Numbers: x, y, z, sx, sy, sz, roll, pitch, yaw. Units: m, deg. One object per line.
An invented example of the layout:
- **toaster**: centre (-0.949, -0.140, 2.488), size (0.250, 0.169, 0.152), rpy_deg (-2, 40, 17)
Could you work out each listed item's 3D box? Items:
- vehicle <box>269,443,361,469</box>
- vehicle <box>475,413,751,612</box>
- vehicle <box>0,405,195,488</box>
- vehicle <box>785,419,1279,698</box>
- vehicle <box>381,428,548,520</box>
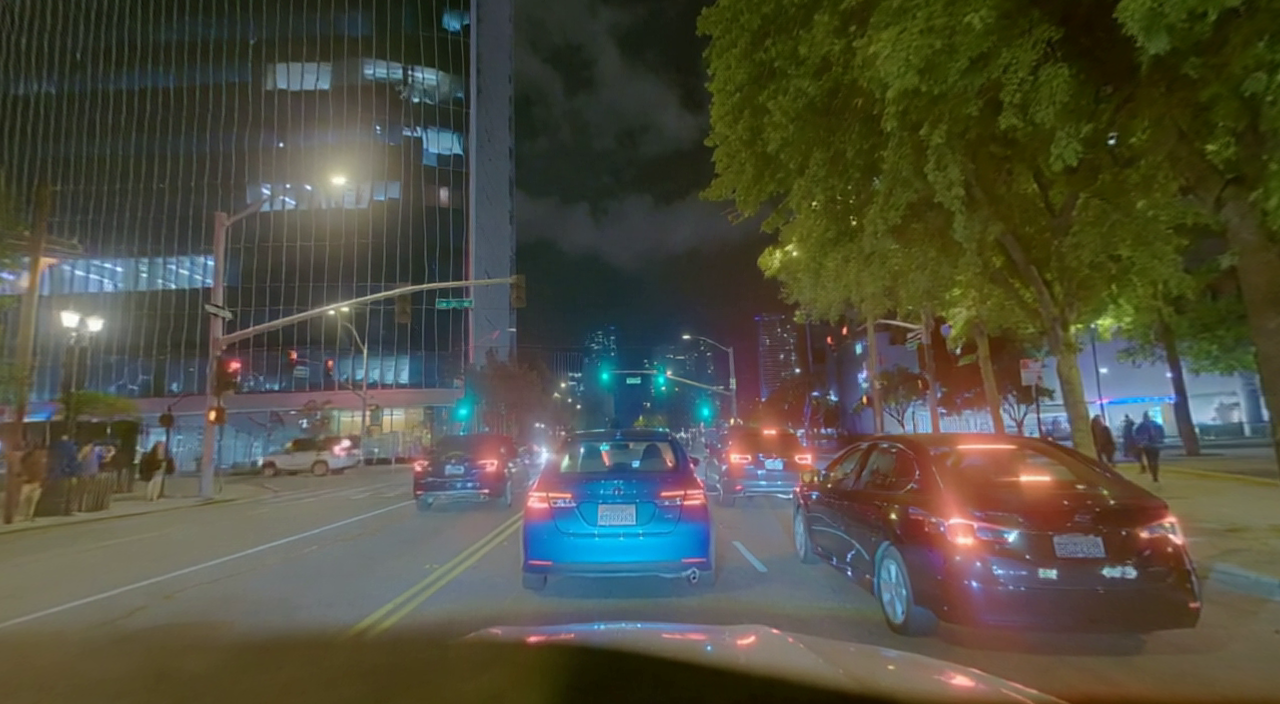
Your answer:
- **vehicle**: centre (-19.339, 6.155, 37.345), size (4.648, 1.496, 1.971), rpy_deg (-2, -9, 15)
- **vehicle**: centre (-0.260, 1.507, 6.828), size (2.072, 1.476, 4.078), rpy_deg (0, -8, -2)
- **vehicle**: centre (-26.247, 4.347, 29.063), size (8.989, 3.623, 2.884), rpy_deg (0, -8, 1)
- **vehicle**: centre (2.756, 1.405, 5.487), size (1.952, 1.464, 4.165), rpy_deg (0, -8, -1)
- **vehicle**: centre (-3.238, 2.338, 12.617), size (2.068, 1.513, 4.221), rpy_deg (0, -8, 1)
